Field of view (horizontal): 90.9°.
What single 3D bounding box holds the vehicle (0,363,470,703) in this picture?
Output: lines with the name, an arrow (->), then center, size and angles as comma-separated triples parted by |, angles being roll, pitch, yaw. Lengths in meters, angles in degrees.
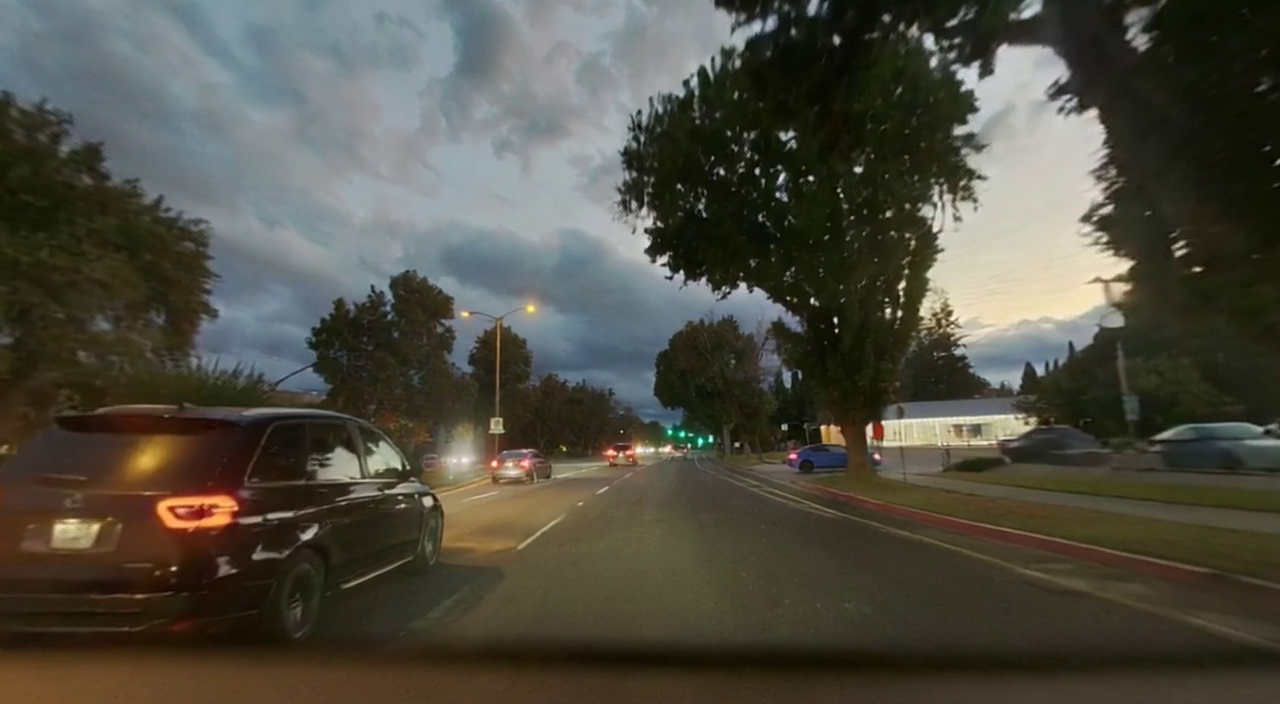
vehicle -> -3.139, 1.258, 5.414 | 2.123, 1.761, 4.322 | 0, -9, 0

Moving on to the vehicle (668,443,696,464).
vehicle -> 3.308, 8.008, 49.819 | 2.088, 1.597, 4.309 | -1, -9, 3

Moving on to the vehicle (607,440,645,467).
vehicle -> -0.940, 7.232, 45.190 | 2.255, 1.806, 4.710 | -1, -9, 5

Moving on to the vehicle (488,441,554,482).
vehicle -> -5.389, 5.016, 29.126 | 1.985, 1.708, 4.310 | -1, -9, 4

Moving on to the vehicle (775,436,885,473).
vehicle -> 8.936, 4.901, 30.126 | 4.824, 1.646, 2.077 | -2, -9, 12
